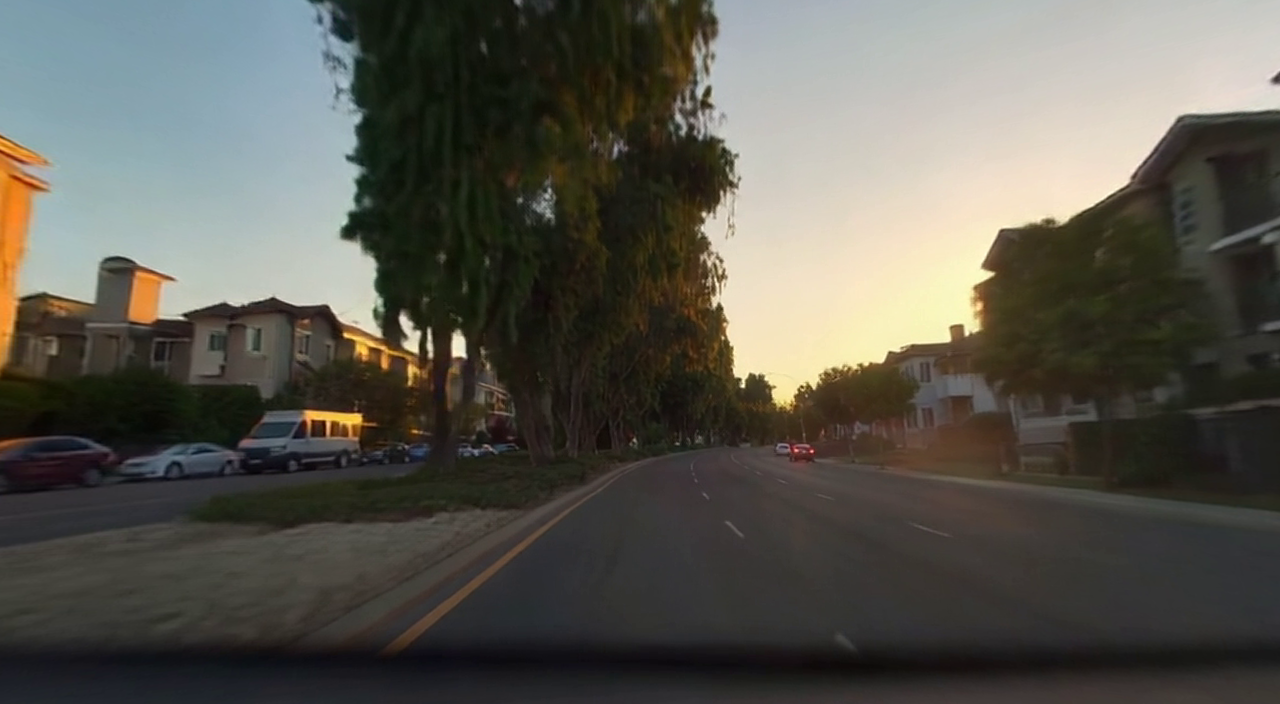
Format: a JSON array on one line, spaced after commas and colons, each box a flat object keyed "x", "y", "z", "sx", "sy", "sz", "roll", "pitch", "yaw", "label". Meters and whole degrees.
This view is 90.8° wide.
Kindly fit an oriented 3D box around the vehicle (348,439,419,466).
[{"x": -17.179, "y": 6.785, "z": 42.727, "sx": 2.076, "sy": 1.703, "sz": 5.595, "roll": -1, "pitch": -9, "yaw": 5, "label": "vehicle"}]

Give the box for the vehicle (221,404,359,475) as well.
[{"x": -17.853, "y": 4.576, "z": 32.886, "sx": 2.766, "sy": 3.279, "sz": 6.821, "roll": -1, "pitch": -9, "yaw": 5, "label": "vehicle"}]

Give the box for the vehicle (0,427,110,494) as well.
[{"x": -18.775, "y": 3.195, "z": 18.690, "sx": 2.001, "sy": 1.836, "sz": 4.746, "roll": -1, "pitch": -9, "yaw": 0, "label": "vehicle"}]

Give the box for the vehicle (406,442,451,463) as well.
[{"x": -16.561, "y": 7.911, "z": 49.737, "sx": 1.854, "sy": 1.490, "sz": 4.331, "roll": -3, "pitch": -9, "yaw": 3, "label": "vehicle"}]

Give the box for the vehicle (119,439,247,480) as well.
[{"x": -18.407, "y": 4.375, "z": 25.744, "sx": 1.808, "sy": 1.531, "sz": 4.366, "roll": 0, "pitch": -9, "yaw": 2, "label": "vehicle"}]
